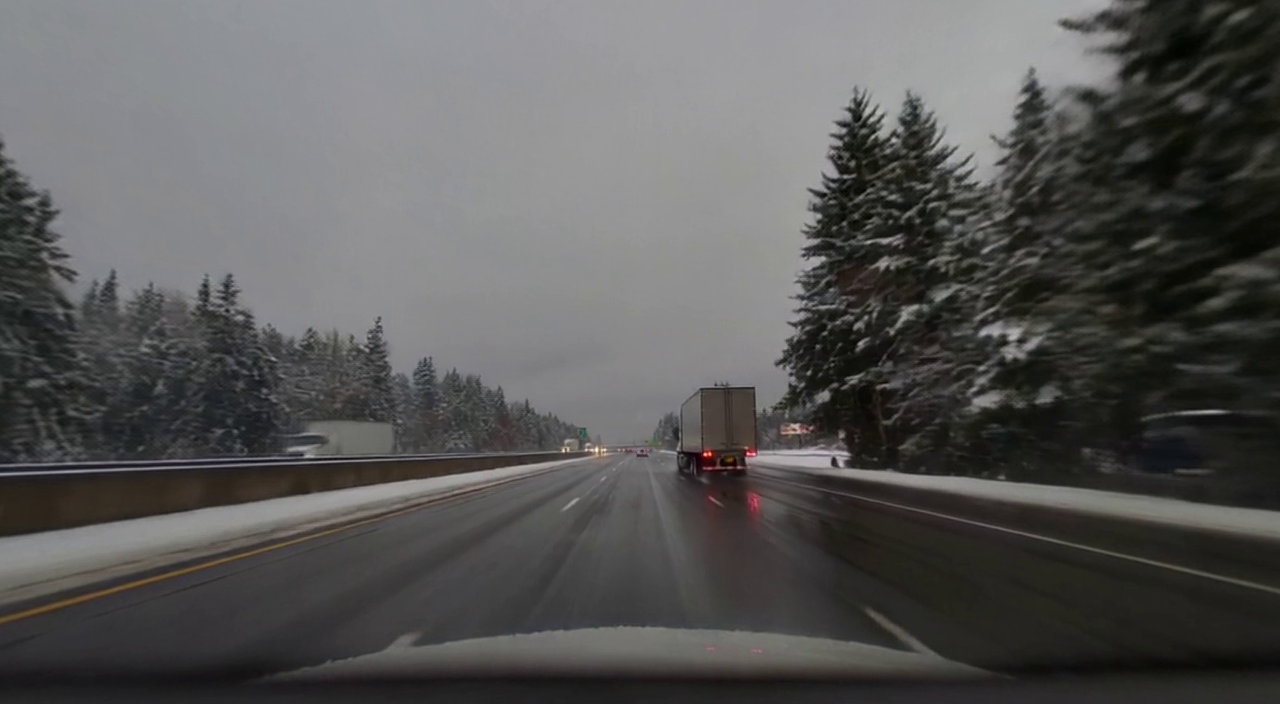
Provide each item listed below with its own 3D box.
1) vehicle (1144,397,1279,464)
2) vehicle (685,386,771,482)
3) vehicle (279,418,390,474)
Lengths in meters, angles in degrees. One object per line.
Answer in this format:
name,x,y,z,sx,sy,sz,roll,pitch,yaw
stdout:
vehicle,40.099,5.606,43.676,3.058,4.007,11.965,-2,-9,14
vehicle,4.443,4.629,34.911,3.058,4.312,12.251,0,-8,0
vehicle,-19.888,6.250,41.822,2.922,3.301,8.505,0,-9,1
